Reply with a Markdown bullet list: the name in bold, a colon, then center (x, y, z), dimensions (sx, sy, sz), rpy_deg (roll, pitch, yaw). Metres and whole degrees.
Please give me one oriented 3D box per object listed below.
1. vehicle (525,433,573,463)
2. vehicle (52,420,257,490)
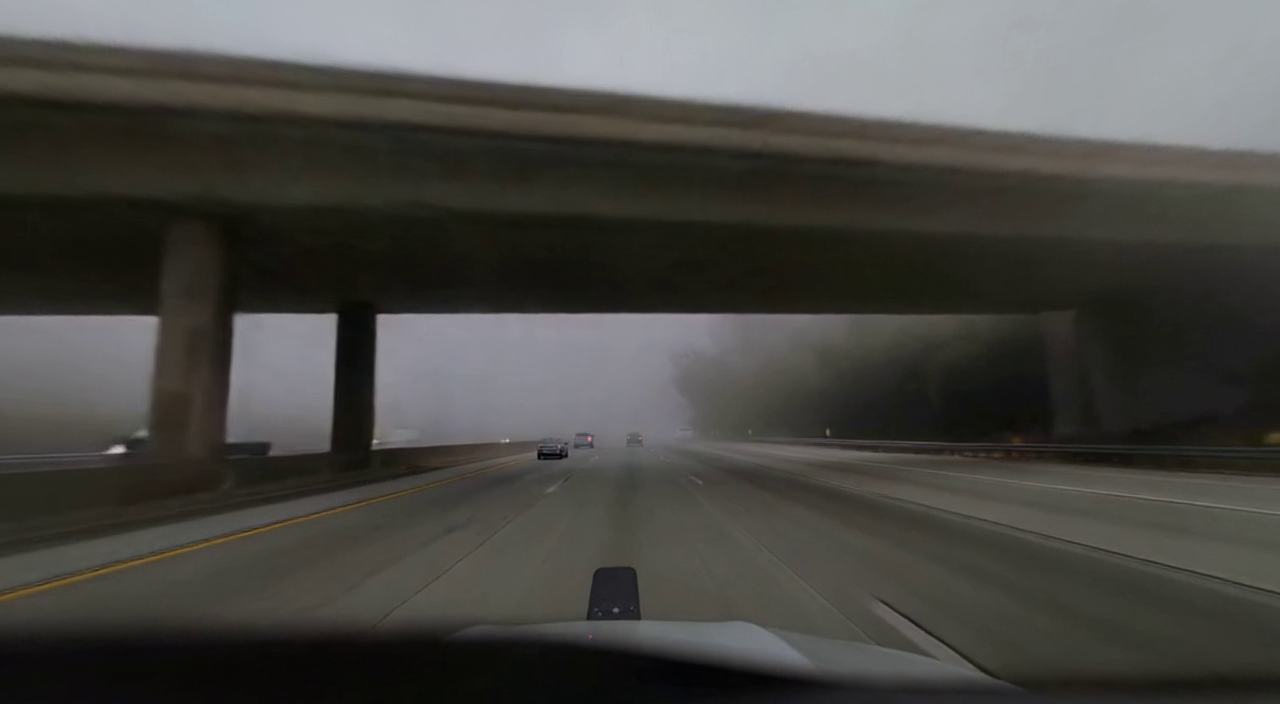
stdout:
- **vehicle**: center (-4.774, 5.088, 33.588), dimensions (1.933, 1.473, 4.023), rpy_deg (0, -8, 0)
- **vehicle**: center (-13.254, 2.817, 17.725), dimensions (2.011, 1.687, 4.740), rpy_deg (0, -8, -1)
